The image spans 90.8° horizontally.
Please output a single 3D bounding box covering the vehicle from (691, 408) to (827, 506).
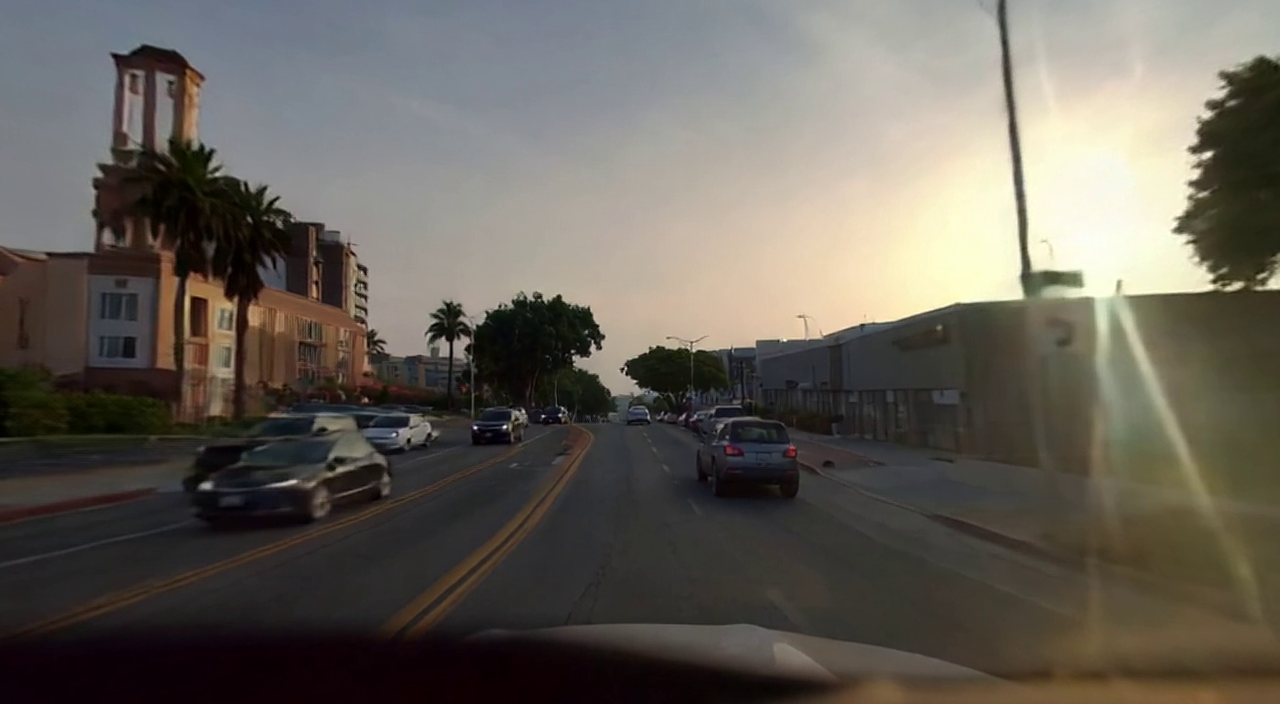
[{"bbox_3d":[2.466,2.340,14.358,1.995,1.858,4.333,1,-8,-4],"label":"vehicle"}]

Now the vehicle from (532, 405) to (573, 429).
[{"bbox_3d":[-6.141,4.647,45.029,2.153,1.469,4.939,0,-8,0],"label":"vehicle"}]

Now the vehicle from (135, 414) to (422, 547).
[{"bbox_3d":[-5.872,2.142,11.230,2.295,1.837,4.680,0,-8,0],"label":"vehicle"}]

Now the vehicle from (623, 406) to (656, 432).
[{"bbox_3d":[-0.028,4.676,43.802,2.196,1.655,3.939,0,-8,1],"label":"vehicle"}]

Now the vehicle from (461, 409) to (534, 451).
[{"bbox_3d":[-6.114,3.473,27.727,2.171,1.676,4.523,0,-8,0],"label":"vehicle"}]
